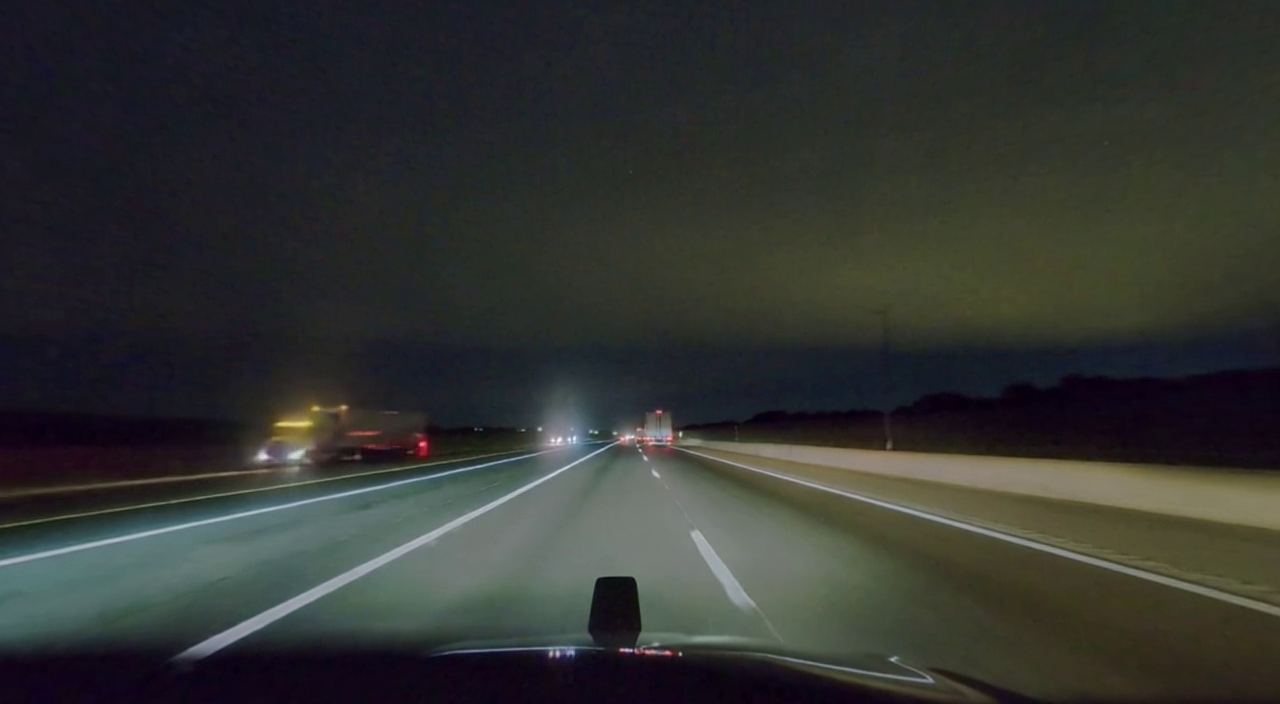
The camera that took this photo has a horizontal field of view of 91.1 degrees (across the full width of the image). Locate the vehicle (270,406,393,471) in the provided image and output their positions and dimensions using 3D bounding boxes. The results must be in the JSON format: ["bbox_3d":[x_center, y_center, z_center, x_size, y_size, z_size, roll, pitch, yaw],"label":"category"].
[{"bbox_3d":[-20.091,5.766,41.975,3.021,3.806,10.448,0,-8,-1],"label":"vehicle"}]
